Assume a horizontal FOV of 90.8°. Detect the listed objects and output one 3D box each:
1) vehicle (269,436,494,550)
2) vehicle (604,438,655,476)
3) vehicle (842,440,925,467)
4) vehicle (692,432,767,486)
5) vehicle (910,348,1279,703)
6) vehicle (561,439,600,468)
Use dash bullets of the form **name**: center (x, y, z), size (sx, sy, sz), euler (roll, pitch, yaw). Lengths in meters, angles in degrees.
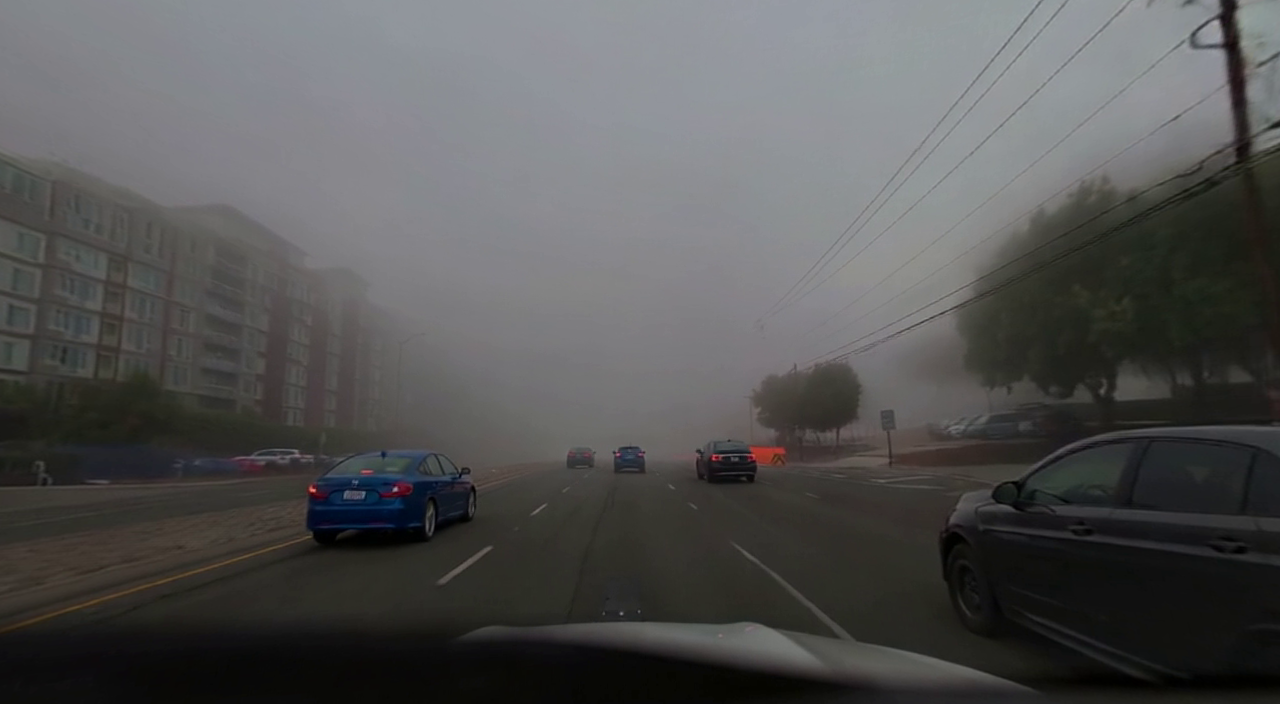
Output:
- **vehicle**: center (-3.901, 2.185, 10.486), size (1.968, 1.473, 4.209), euler (0, -9, 0)
- **vehicle**: center (-0.479, 5.067, 30.652), size (2.291, 1.714, 4.217), euler (0, -9, -1)
- **vehicle**: center (15.908, 6.647, 41.364), size (4.594, 1.664, 2.036), euler (-6, -11, 34)
- **vehicle**: center (3.190, 3.921, 23.366), size (2.029, 1.797, 4.218), euler (0, -9, -2)
- **vehicle**: center (3.157, 0.922, 2.976), size (1.975, 1.598, 4.025), euler (0, -9, 0)
- **vehicle**: center (-3.992, 6.939, 43.174), size (2.190, 1.832, 4.417), euler (0, -9, 0)
